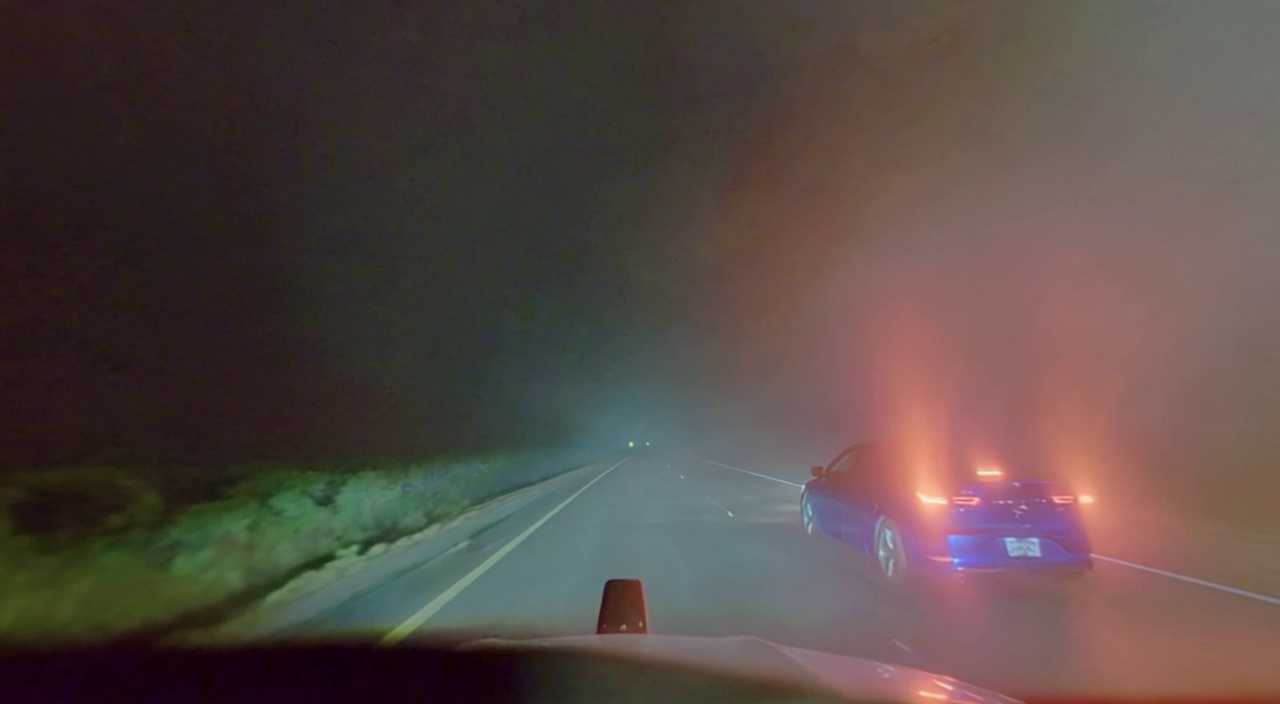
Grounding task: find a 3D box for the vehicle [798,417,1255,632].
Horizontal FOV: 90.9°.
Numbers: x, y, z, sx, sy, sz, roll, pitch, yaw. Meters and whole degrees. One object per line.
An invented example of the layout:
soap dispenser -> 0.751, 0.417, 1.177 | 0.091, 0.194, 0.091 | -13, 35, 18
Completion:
vehicle -> 3.258, 1.535, 6.680 | 2.003, 1.466, 4.441 | 0, -8, 0
